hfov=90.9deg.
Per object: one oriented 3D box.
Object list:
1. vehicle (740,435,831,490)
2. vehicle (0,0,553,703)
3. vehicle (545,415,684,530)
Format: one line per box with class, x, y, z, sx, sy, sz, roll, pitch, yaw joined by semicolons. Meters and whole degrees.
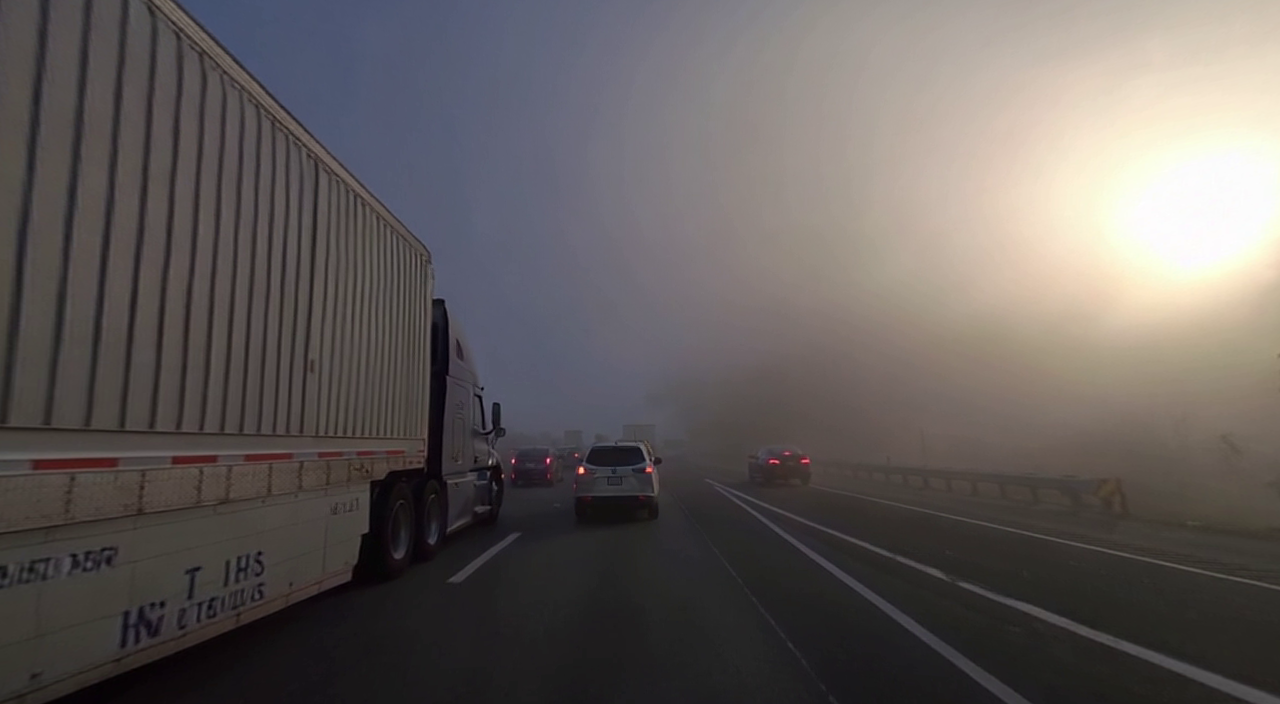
vehicle;4.664;3.589;20.792;1.937;1.601;3.798;0;-9;-2
vehicle;-3.696;0.341;7.523;2.857;4.063;16.026;0;-8;1
vehicle;-0.378;2.170;11.832;2.152;1.779;3.924;0;-9;1
